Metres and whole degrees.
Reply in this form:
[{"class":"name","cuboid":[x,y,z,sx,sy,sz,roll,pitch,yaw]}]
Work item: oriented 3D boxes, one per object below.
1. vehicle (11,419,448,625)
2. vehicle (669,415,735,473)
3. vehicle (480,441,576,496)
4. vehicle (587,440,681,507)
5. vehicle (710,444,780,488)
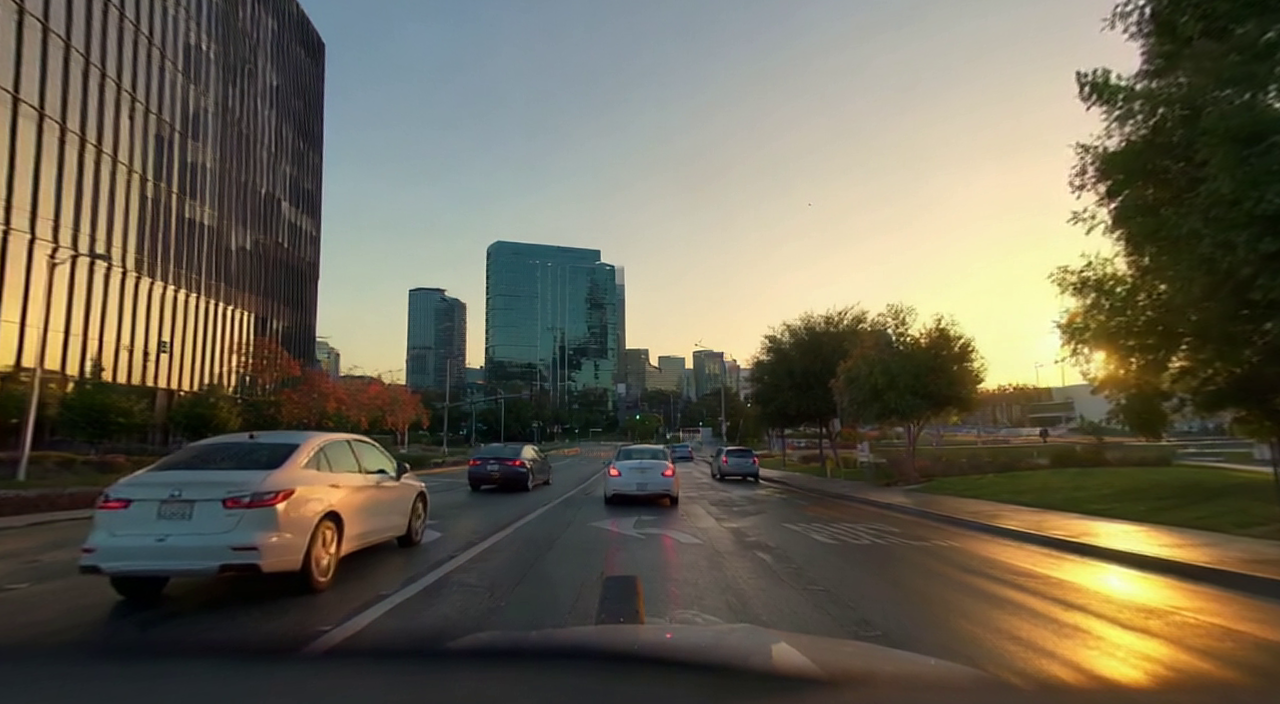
[{"class":"vehicle","cuboid":[-3.705,1.585,6.852,1.933,1.520,4.195,0,-9,-1]},{"class":"vehicle","cuboid":[3.921,6.334,43.294,3.074,3.316,12.953,0,-9,-1]},{"class":"vehicle","cuboid":[-3.325,3.565,19.724,2.044,1.508,4.479,0,-9,2]},{"class":"vehicle","cuboid":[-0.107,3.146,16.801,2.174,1.509,4.374,0,-9,1]},{"class":"vehicle","cuboid":[3.910,4.312,24.170,1.940,1.514,4.187,0,-9,0]}]
